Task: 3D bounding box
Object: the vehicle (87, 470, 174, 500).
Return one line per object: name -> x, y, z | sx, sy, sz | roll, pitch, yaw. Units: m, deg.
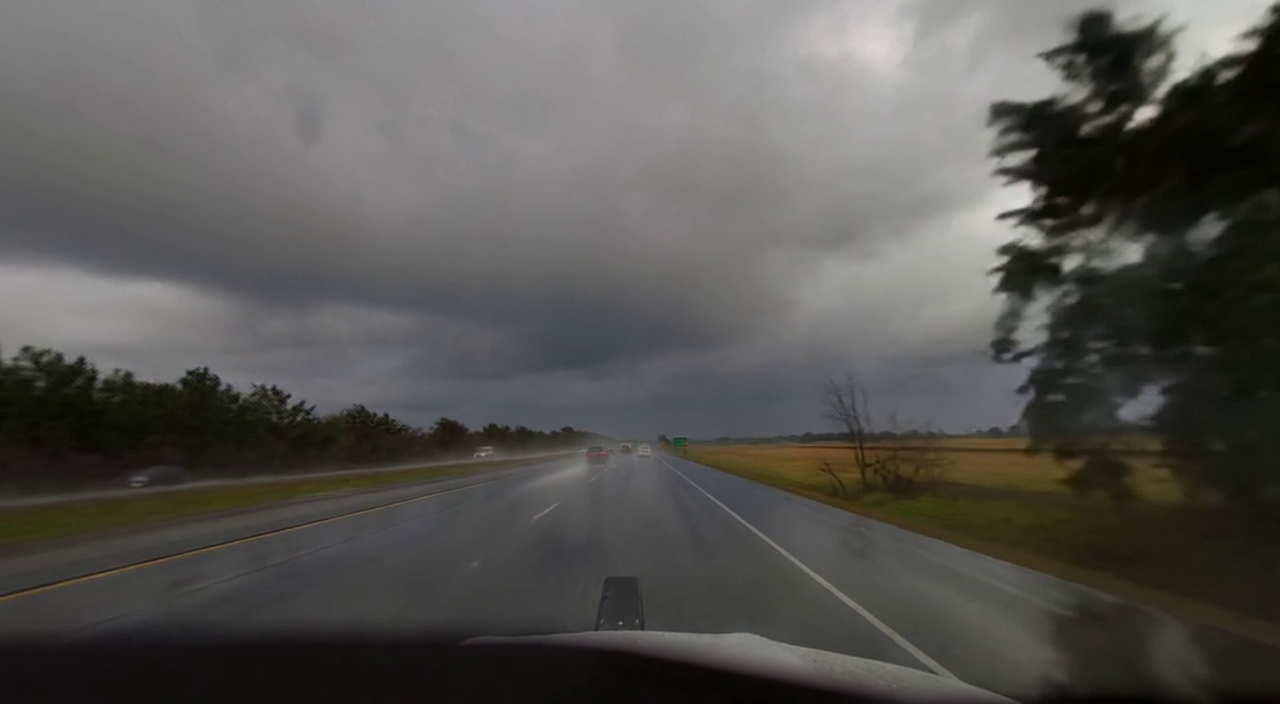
vehicle -> -32.685, 8.499, 40.541 | 1.931, 1.613, 4.331 | 0, -9, 1
